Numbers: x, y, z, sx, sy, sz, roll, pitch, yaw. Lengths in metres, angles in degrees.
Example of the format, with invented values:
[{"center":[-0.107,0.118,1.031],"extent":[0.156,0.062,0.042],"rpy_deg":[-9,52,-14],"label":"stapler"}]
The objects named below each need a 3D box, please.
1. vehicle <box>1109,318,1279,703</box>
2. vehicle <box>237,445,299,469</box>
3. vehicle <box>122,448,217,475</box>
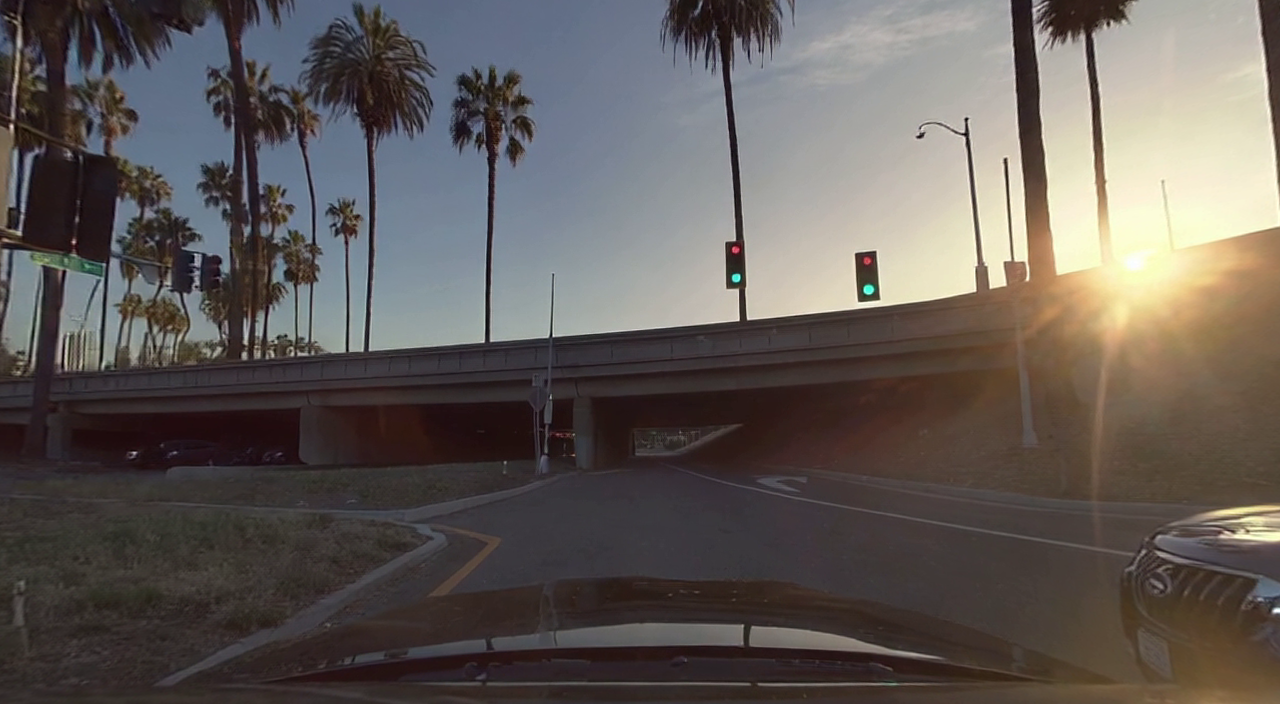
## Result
[{"center":[3.446,0.521,0.795],"extent":[2.028,1.770,4.737],"rpy_deg":[0,-9,0],"label":"vehicle"},{"center":[-26.269,7.415,44.568],"extent":[1.941,1.631,4.017],"rpy_deg":[0,-9,0],"label":"vehicle"},{"center":[-26.563,6.169,35.754],"extent":[1.830,1.443,4.551],"rpy_deg":[0,-9,2],"label":"vehicle"}]
